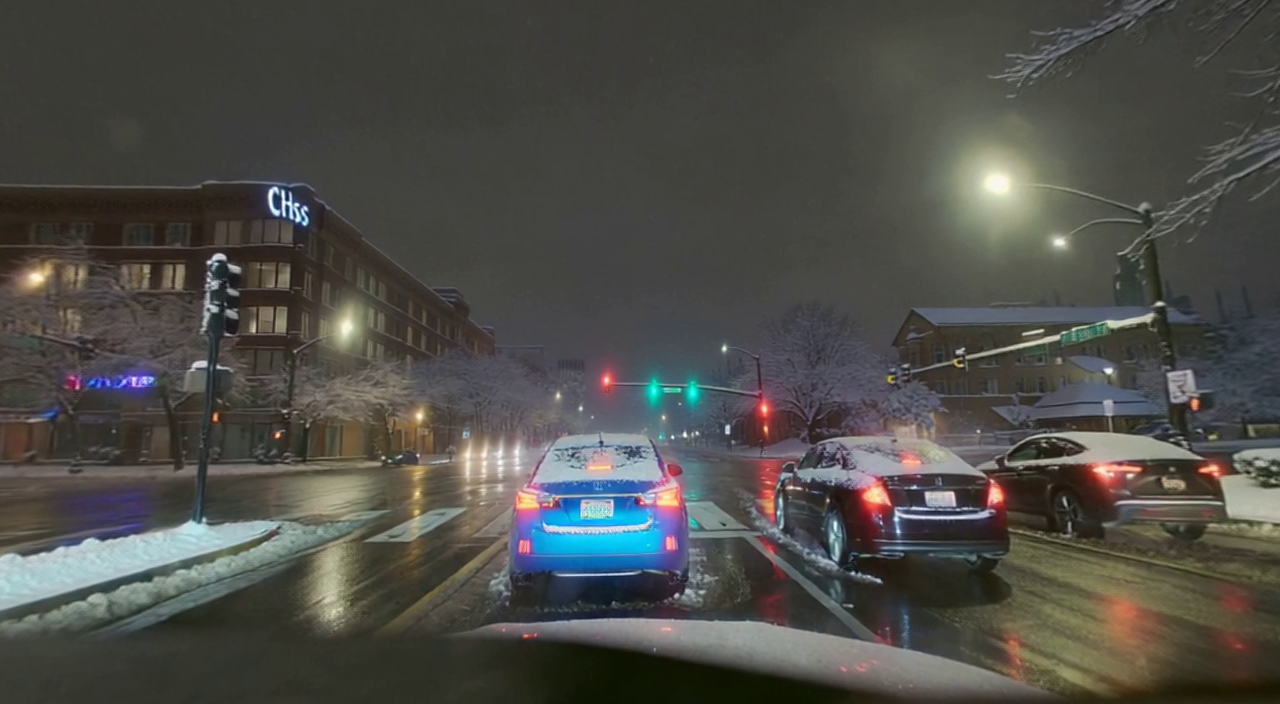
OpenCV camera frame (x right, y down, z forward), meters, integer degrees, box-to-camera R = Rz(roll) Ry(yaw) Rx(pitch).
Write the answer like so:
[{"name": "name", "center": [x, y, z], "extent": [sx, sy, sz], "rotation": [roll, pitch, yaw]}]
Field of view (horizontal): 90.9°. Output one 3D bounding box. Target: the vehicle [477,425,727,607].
[{"name": "vehicle", "center": [-0.362, 1.655, 7.292], "extent": [2.059, 1.477, 3.988], "rotation": [0, -8, -1]}]

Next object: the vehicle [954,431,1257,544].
[{"name": "vehicle", "center": [7.451, 2.166, 10.788], "extent": [1.908, 1.517, 4.182], "rotation": [0, -8, -1]}]

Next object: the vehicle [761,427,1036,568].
[{"name": "vehicle", "center": [3.221, 1.889, 8.973], "extent": [2.042, 1.508, 4.109], "rotation": [0, -8, -2]}]

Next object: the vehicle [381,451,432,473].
[{"name": "vehicle", "center": [-17.038, 8.027, 46.307], "extent": [2.048, 1.463, 4.530], "rotation": [0, -8, -1]}]
